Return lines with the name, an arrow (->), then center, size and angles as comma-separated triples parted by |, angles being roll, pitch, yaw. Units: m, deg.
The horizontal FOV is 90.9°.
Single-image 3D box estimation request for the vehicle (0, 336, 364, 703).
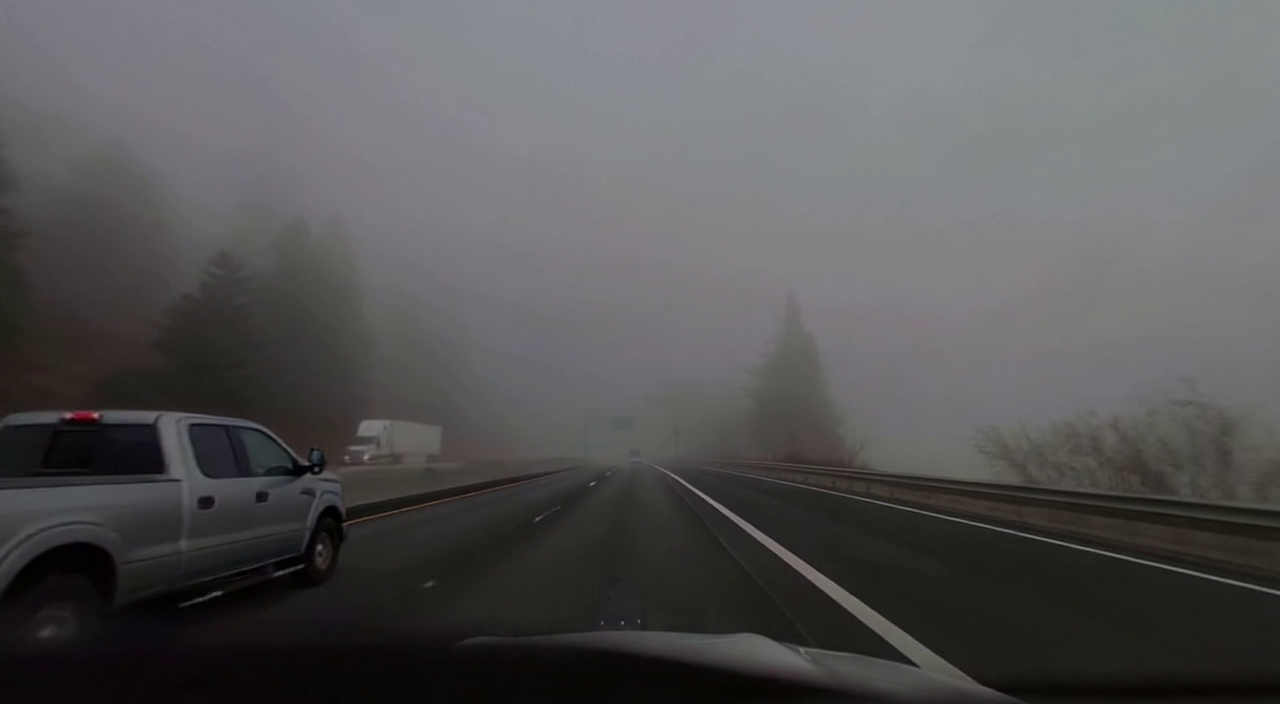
vehicle -> -4.019, 1.047, 3.940 | 2.214, 1.872, 5.179 | 0, -9, 0
